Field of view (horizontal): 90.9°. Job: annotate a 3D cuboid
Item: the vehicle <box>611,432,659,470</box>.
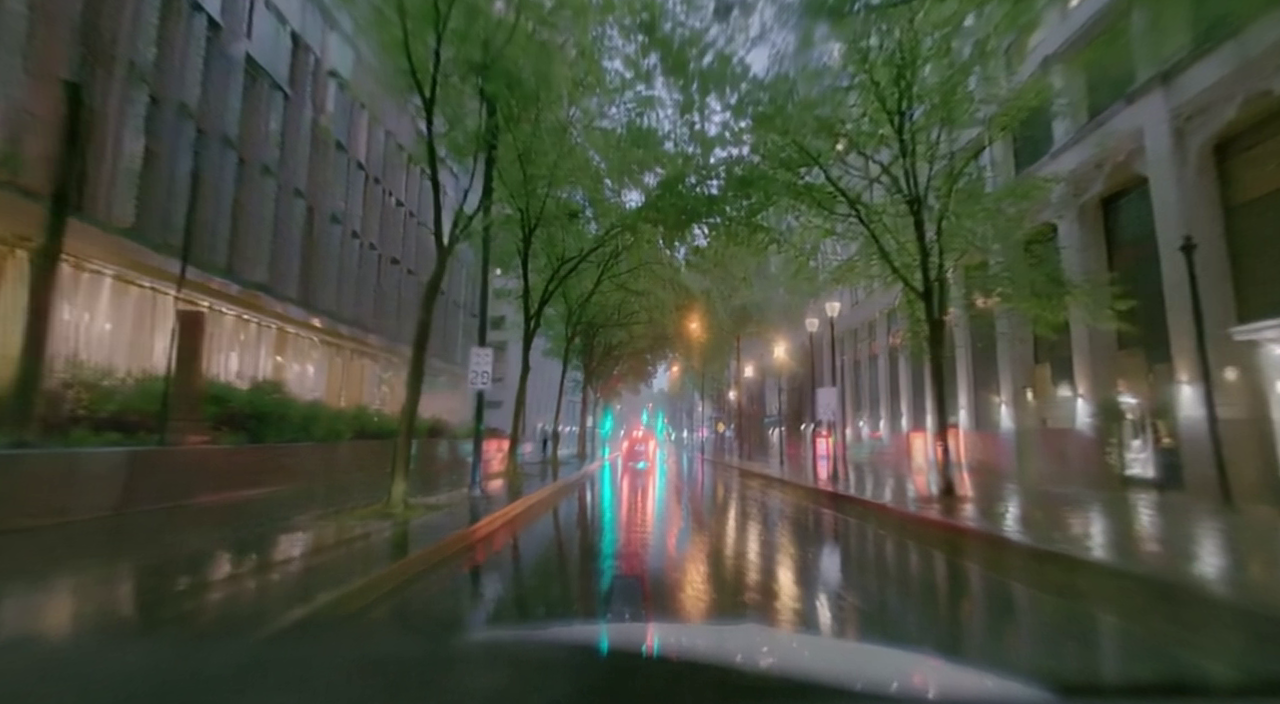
[{"bbox_3d":[-0.235,4.577,29.334,2.079,1.621,3.861,0,-8,-1],"label":"vehicle"}]
